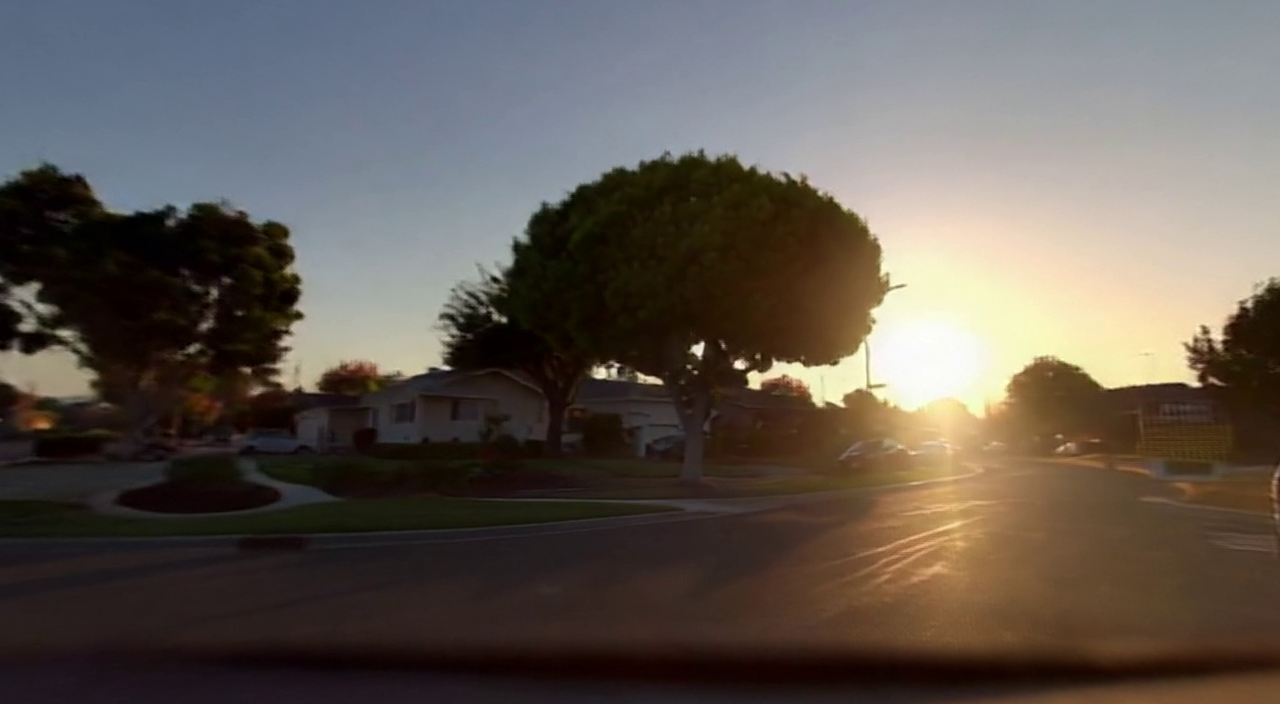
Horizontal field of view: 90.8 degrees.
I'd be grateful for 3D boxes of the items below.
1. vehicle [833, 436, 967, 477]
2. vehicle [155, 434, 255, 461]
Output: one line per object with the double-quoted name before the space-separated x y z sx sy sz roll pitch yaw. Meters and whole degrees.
"vehicle" 10.616 4.299 26.149 4.750 1.559 1.928 -2 -9 11
"vehicle" -25.131 5.554 36.709 4.585 1.457 1.899 5 -10 -30
